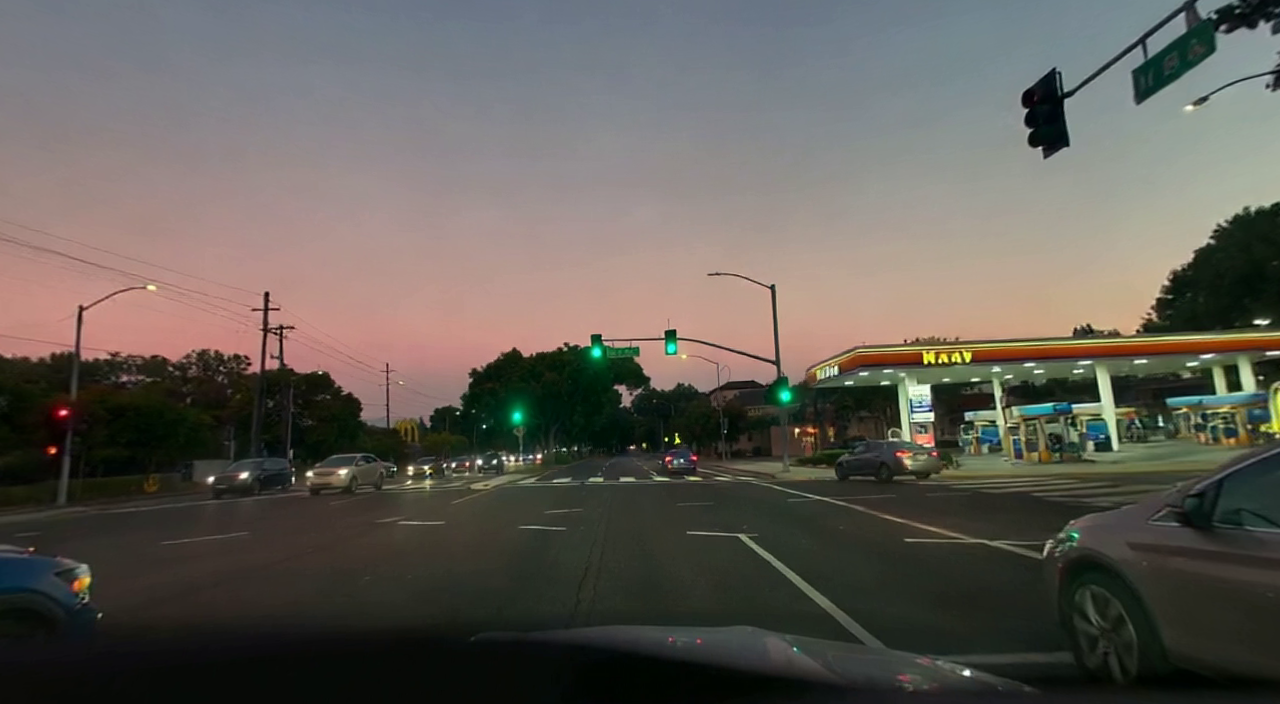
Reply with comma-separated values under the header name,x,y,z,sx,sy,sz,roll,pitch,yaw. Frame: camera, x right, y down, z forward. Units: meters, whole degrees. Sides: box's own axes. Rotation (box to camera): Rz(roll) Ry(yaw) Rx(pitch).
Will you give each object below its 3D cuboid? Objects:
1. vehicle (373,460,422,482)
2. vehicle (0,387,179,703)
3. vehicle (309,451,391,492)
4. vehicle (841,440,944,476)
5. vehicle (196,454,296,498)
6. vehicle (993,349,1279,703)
name,x,y,z,sx,sy,sz,roll,pitch,yaw
vehicle,-18.828,9.238,49.250,2.083,1.466,4.565,0,-8,-1
vehicle,-3.648,0.814,1.628,1.935,1.617,4.045,0,-8,-2
vehicle,-15.220,6.248,33.477,2.087,1.902,4.848,0,-8,-1
vehicle,12.941,5.431,32.525,4.419,1.699,2.066,-7,-11,38
vehicle,-18.848,6.013,30.521,2.005,1.845,4.811,-1,-12,-4
vehicle,3.385,0.745,1.780,2.085,1.655,4.459,0,-8,-2
